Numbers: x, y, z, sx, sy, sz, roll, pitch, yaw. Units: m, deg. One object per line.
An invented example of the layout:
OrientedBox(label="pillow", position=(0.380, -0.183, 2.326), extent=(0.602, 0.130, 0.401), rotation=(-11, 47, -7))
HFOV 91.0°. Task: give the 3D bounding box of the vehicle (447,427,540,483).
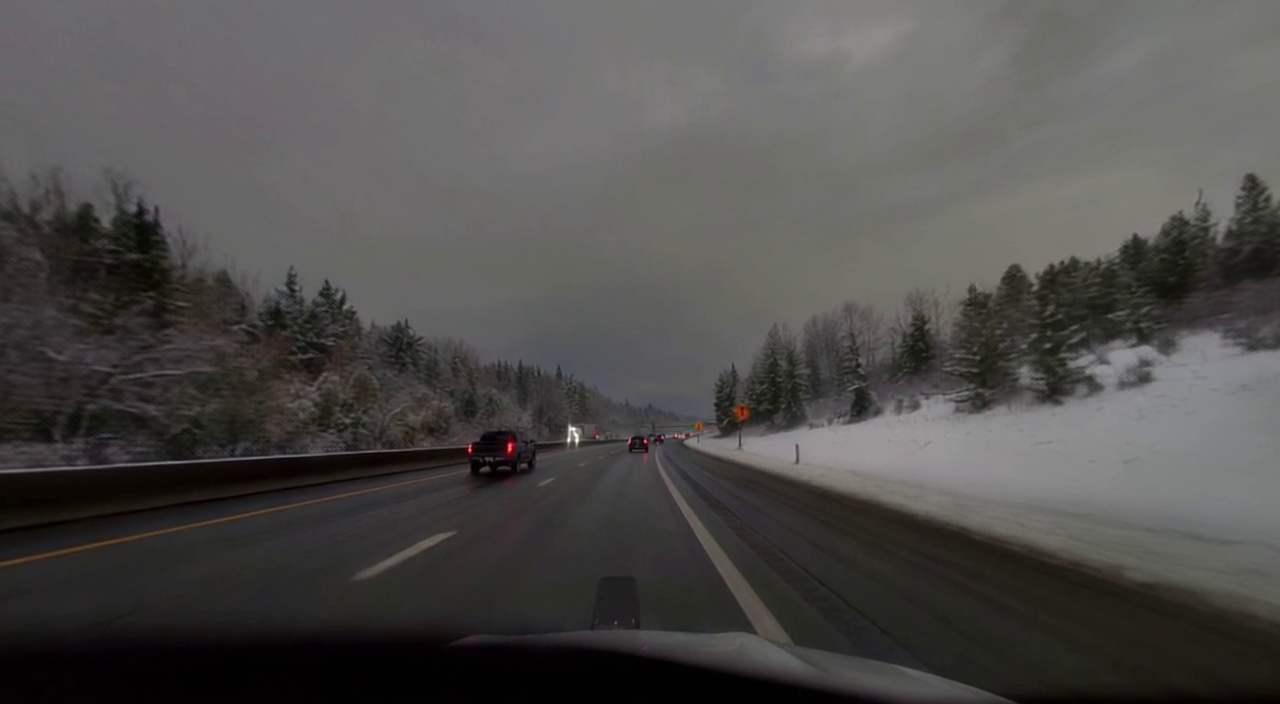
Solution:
OrientedBox(label="vehicle", position=(-4.811, 3.453, 21.364), extent=(2.075, 1.653, 4.317), rotation=(-1, -8, 1))

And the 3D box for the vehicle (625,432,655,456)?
OrientedBox(label="vehicle", position=(-0.016, 6.841, 46.941), extent=(2.146, 1.636, 4.026), rotation=(0, -8, -1))
